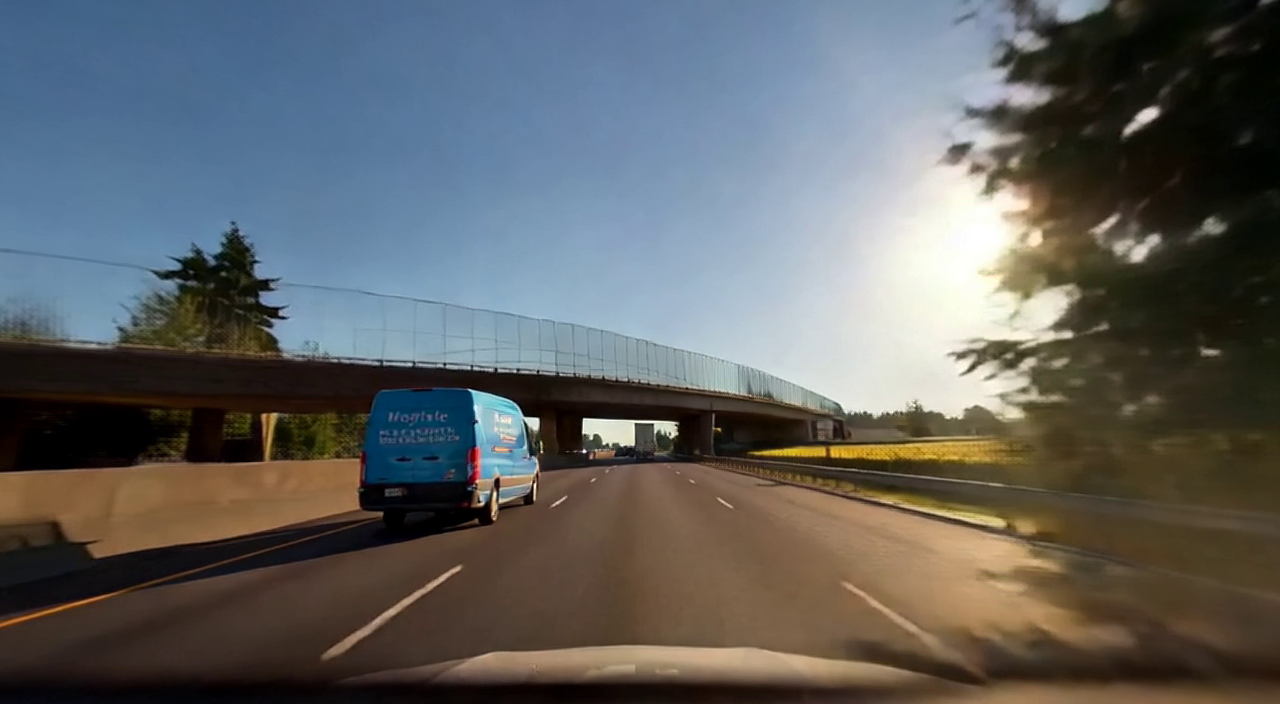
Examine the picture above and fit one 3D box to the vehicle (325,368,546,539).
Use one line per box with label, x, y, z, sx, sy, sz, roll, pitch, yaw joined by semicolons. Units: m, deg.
vehicle;-3.672;2.079;13.306;2.320;2.636;7.021;0;-9;0
